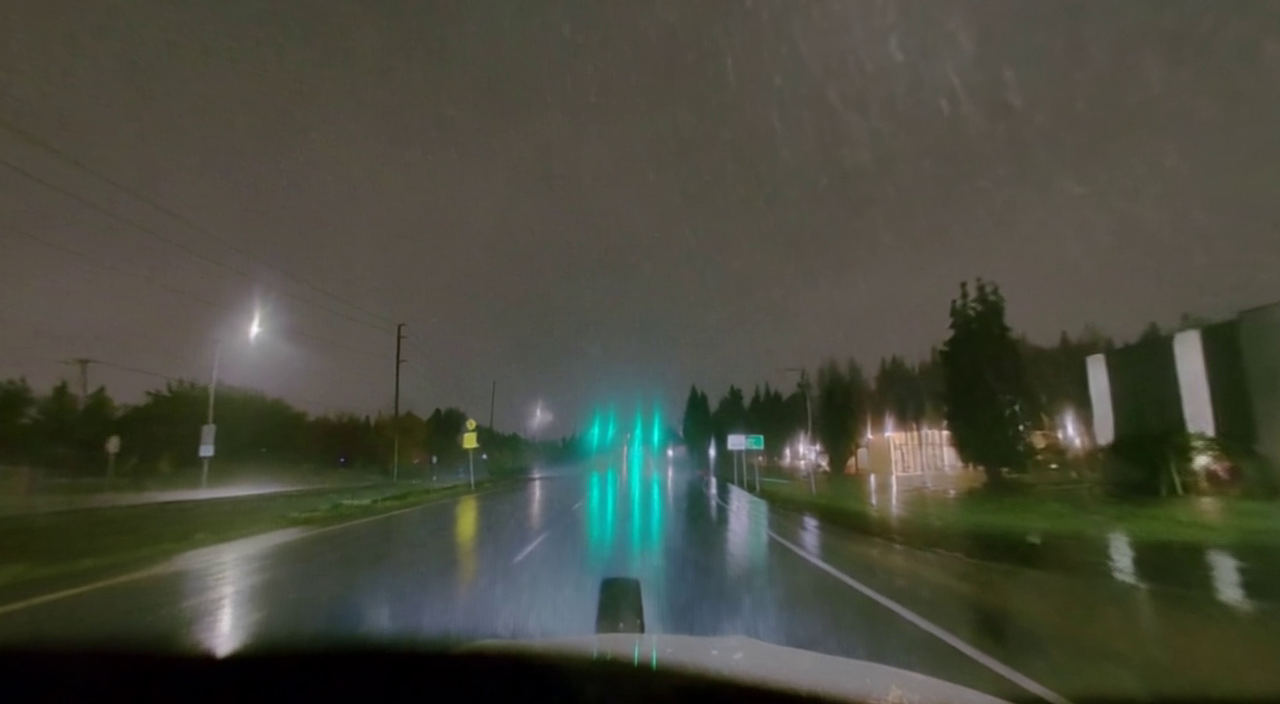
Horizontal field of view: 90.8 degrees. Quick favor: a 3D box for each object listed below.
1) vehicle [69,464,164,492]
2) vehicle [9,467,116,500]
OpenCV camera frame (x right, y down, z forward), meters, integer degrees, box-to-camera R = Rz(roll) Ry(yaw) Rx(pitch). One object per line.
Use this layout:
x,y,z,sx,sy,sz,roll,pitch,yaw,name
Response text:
-41.077,9.865,49.675,5.552,2.047,2.384,-1,-9,6,vehicle
-40.820,9.331,44.763,5.468,1.817,2.212,-5,-13,2,vehicle
